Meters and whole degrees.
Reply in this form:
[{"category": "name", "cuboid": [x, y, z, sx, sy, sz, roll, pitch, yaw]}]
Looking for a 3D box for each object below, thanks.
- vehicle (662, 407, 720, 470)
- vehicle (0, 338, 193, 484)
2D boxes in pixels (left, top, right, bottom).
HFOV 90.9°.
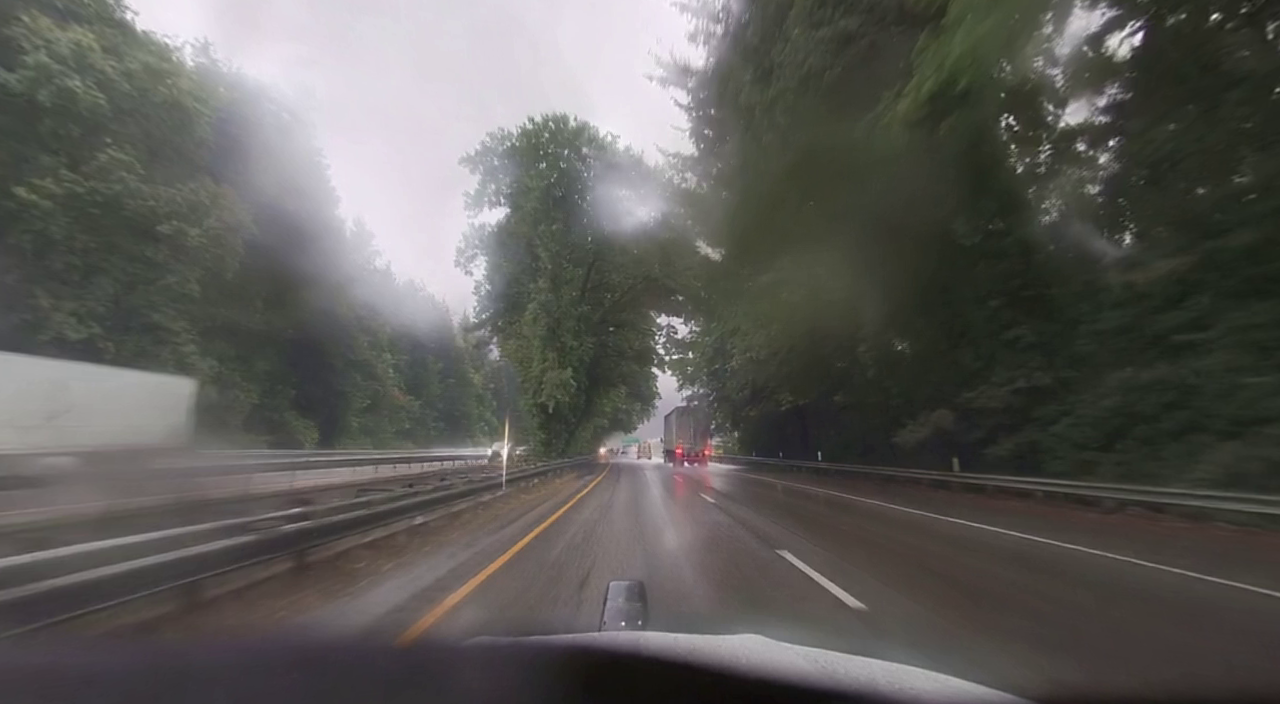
[{"category": "vehicle", "cuboid": [3.495, 6.557, 47.095, 2.950, 4.033, 13.276, 0, -9, -1]}, {"category": "vehicle", "cuboid": [-19.648, 1.797, 18.674, 2.950, 4.110, 13.491, 0, -9, 0]}]
